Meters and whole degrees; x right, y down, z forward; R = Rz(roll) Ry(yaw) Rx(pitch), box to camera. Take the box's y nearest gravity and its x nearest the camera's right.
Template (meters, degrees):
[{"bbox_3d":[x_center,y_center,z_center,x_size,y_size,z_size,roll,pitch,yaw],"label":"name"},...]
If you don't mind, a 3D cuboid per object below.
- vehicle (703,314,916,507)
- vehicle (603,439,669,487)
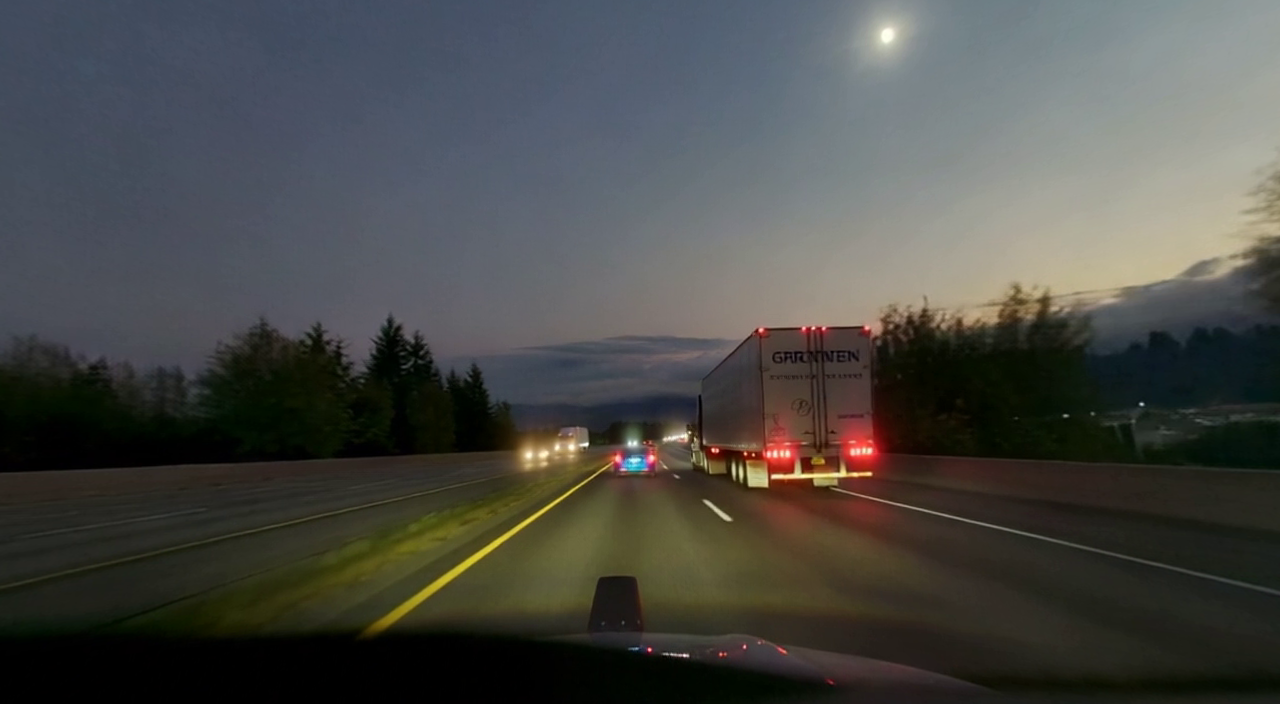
[{"bbox_3d":[4.250,2.304,20.456,2.909,4.074,14.457,0,-9,0],"label":"vehicle"},{"bbox_3d":[-0.135,3.806,21.863,2.074,1.475,3.960,0,-9,0],"label":"vehicle"}]
